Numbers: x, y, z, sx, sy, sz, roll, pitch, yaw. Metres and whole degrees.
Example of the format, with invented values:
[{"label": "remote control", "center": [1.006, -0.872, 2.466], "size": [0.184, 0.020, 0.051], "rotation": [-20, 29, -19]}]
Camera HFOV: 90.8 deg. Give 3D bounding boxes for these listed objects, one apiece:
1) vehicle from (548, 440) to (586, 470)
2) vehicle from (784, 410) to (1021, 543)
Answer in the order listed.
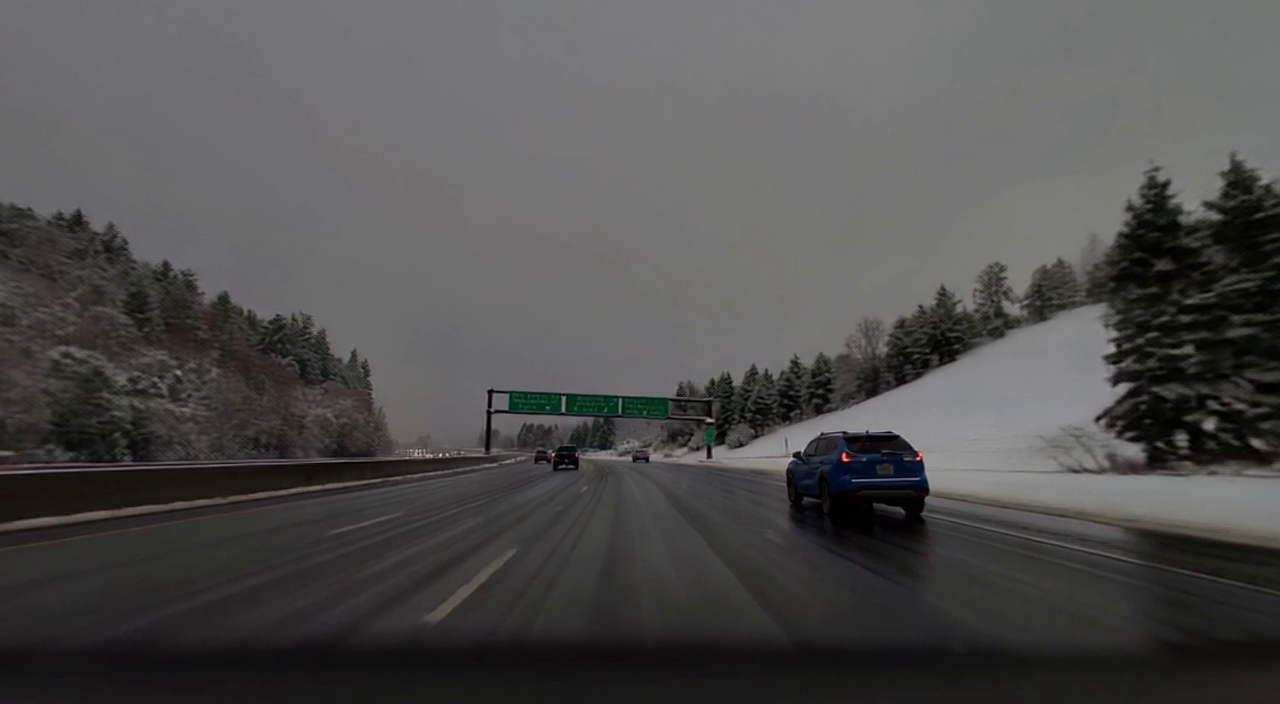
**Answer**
[{"label": "vehicle", "center": [-5.552, 7.894, 48.583], "size": [2.537, 2.121, 5.251], "rotation": [0, -9, -3]}, {"label": "vehicle", "center": [4.362, 2.162, 11.607], "size": [2.103, 1.903, 4.837], "rotation": [0, -9, -2]}]
